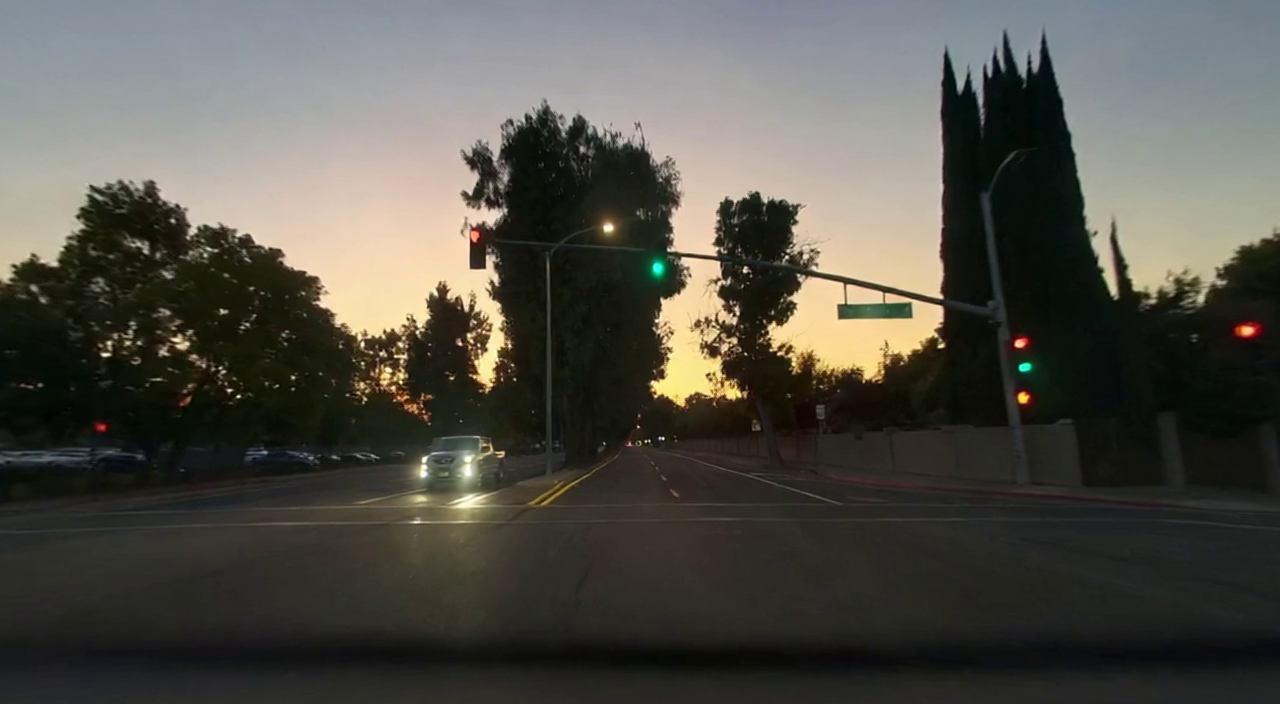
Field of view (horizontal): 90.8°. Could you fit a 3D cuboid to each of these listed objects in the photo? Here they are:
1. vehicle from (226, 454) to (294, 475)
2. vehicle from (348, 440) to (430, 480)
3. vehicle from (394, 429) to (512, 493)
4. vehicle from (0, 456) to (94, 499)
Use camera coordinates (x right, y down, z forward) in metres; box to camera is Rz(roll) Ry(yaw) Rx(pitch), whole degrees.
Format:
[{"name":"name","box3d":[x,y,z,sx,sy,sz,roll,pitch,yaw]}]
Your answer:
[{"name":"vehicle","box3d":[-27.557,8.184,45.859,3.754,1.437,1.747,0,-8,-1]},{"name":"vehicle","box3d":[-12.222,5.268,31.126,2.208,1.821,4.552,0,-8,-1]},{"name":"vehicle","box3d":[-6.060,3.637,21.488,2.084,1.823,6.226,0,-8,0]},{"name":"vehicle","box3d":[-27.206,5.465,27.604,4.804,1.685,1.996,0,-8,0]}]
